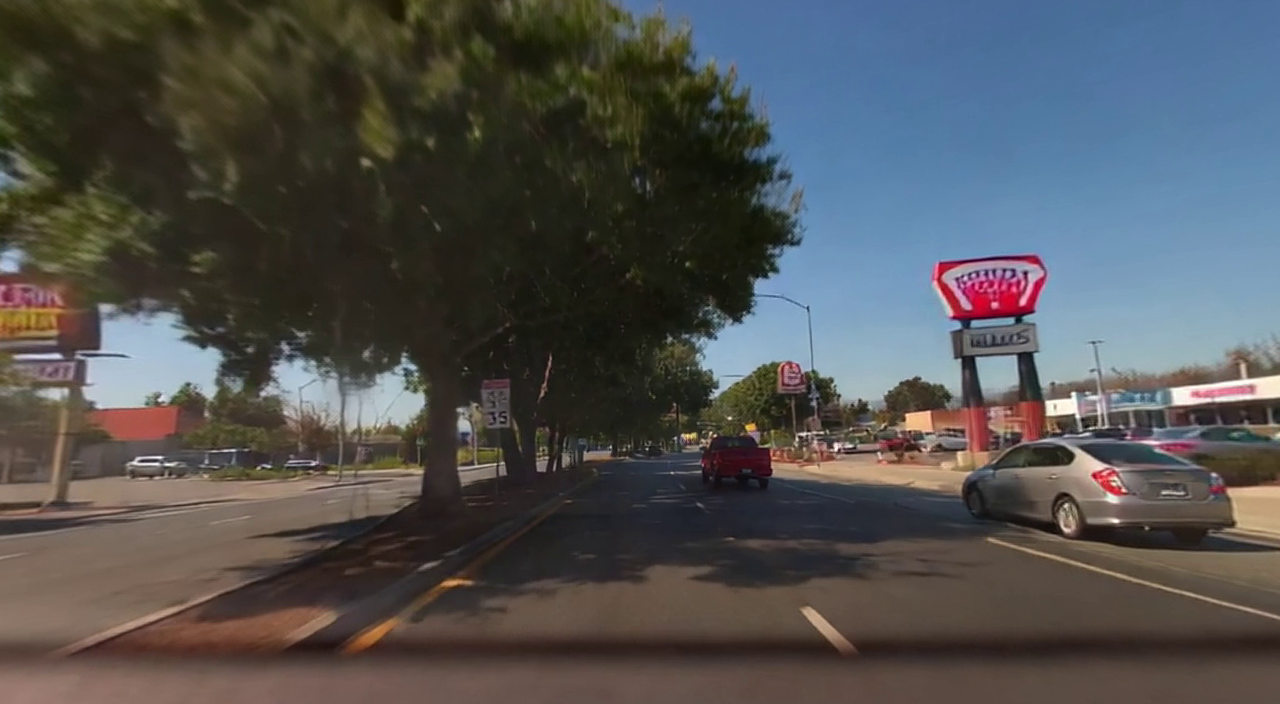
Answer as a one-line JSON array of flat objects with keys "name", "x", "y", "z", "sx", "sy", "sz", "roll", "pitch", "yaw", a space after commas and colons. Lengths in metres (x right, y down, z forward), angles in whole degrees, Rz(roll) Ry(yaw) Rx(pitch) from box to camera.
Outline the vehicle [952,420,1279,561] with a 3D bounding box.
[{"name": "vehicle", "x": 6.549, "y": 1.808, "z": 8.942, "sx": 1.986, "sy": 1.480, "sz": 4.296, "roll": 0, "pitch": -9, "yaw": -1}]

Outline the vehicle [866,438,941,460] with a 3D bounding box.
[{"name": "vehicle", "x": 18.204, "y": 6.749, "z": 43.782, "sx": 4.337, "sy": 1.447, "sz": 1.933, "roll": 0, "pitch": -9, "yaw": 0}]

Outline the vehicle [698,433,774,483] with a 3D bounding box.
[{"name": "vehicle", "x": 3.642, "y": 4.133, "z": 24.914, "sx": 2.214, "sy": 1.749, "sz": 4.998, "roll": 0, "pitch": -9, "yaw": 0}]
